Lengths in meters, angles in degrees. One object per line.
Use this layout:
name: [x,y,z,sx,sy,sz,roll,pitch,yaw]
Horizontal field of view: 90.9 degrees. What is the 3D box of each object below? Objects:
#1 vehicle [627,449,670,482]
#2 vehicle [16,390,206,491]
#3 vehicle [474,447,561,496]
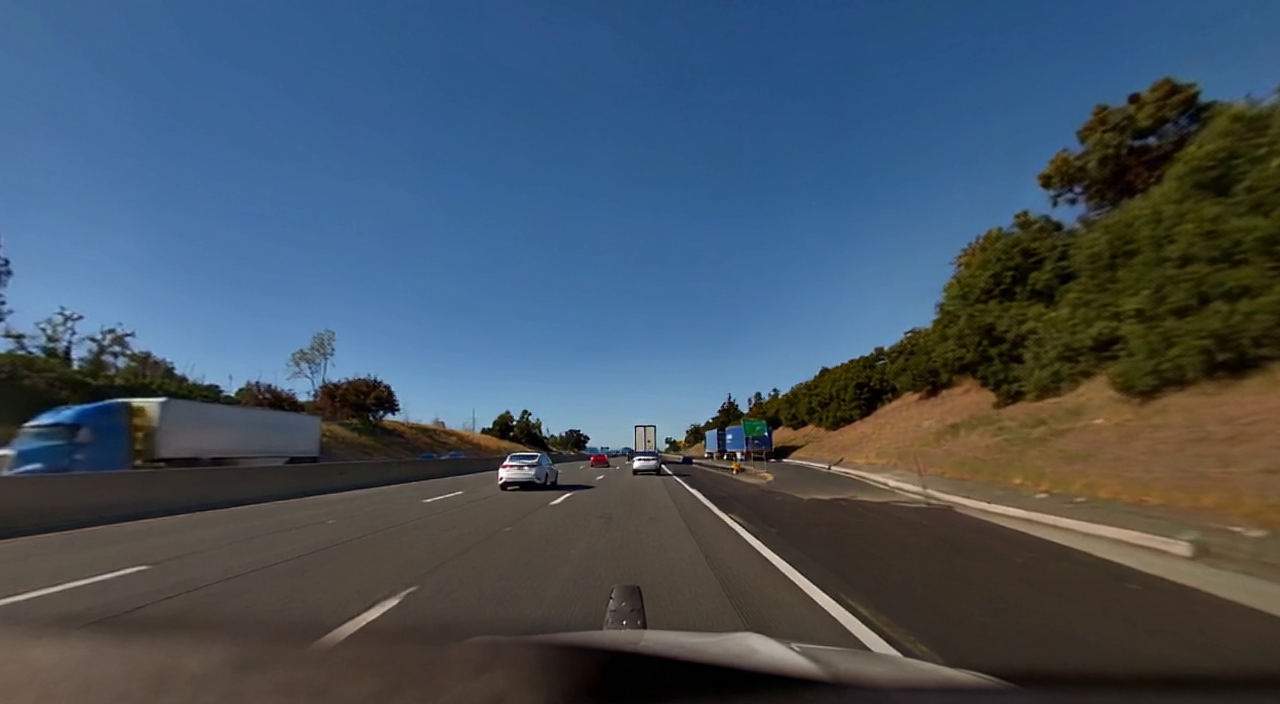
vehicle: [0.375,5.479,30.622,1.991,1.507,3.391,0,-9,0]
vehicle: [-23.084,3.971,28.072,2.981,3.978,5.937,0,-9,0]
vehicle: [-4.053,4.027,21.642,2.018,1.504,4.431,0,-9,1]
